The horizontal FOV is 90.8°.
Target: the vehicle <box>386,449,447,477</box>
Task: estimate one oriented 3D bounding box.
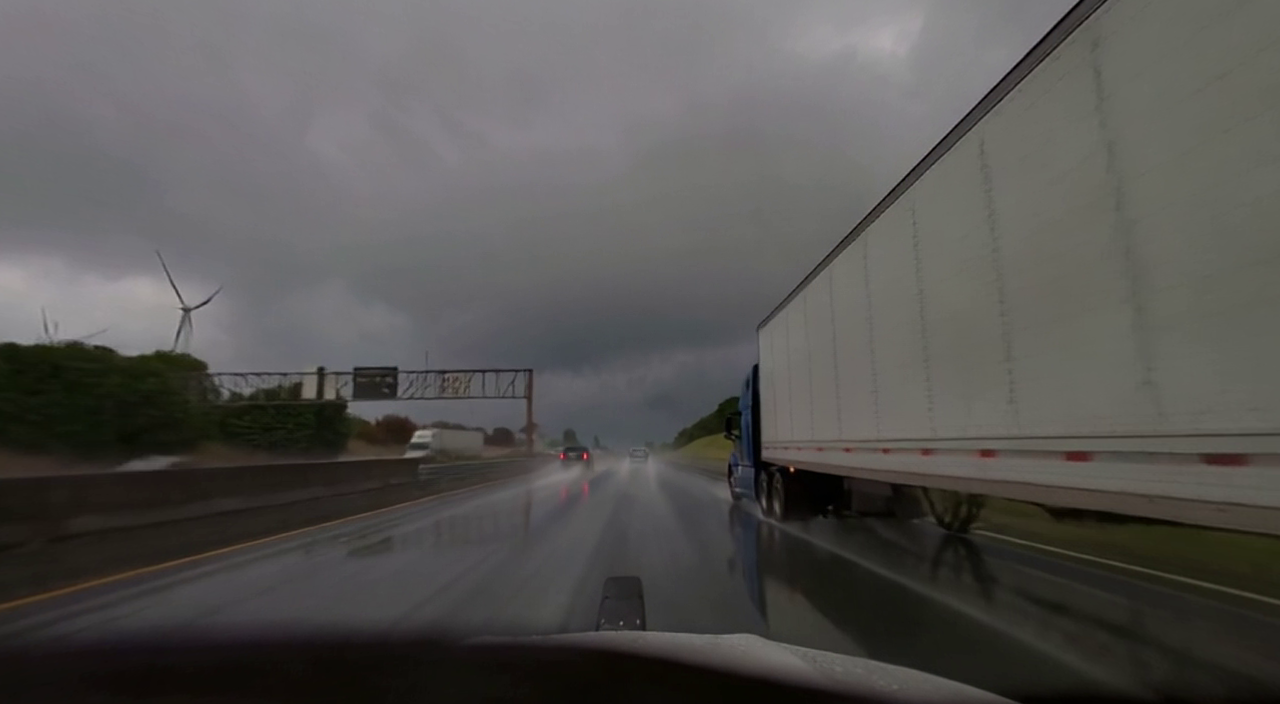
[{"bbox_3d":[-11.666,5.788,33.136,1.874,1.392,3.624,0,-9,0],"label":"vehicle"}]

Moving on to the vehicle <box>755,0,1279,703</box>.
[{"bbox_3d":[3.801,0.268,5.390,2.947,3.989,13.568,0,-9,-1],"label":"vehicle"}]

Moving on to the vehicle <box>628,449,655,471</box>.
[{"bbox_3d":[0.077,7.776,45.621,1.931,1.453,3.695,0,-9,-1],"label":"vehicle"}]

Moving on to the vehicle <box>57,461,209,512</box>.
[{"bbox_3d":[-15.644,4.129,19.733,1.734,1.372,3.610,0,-9,0],"label":"vehicle"}]

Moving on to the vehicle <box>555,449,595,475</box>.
[{"bbox_3d":[-3.899,6.670,38.524,1.952,1.521,4.095,0,-9,1],"label":"vehicle"}]
